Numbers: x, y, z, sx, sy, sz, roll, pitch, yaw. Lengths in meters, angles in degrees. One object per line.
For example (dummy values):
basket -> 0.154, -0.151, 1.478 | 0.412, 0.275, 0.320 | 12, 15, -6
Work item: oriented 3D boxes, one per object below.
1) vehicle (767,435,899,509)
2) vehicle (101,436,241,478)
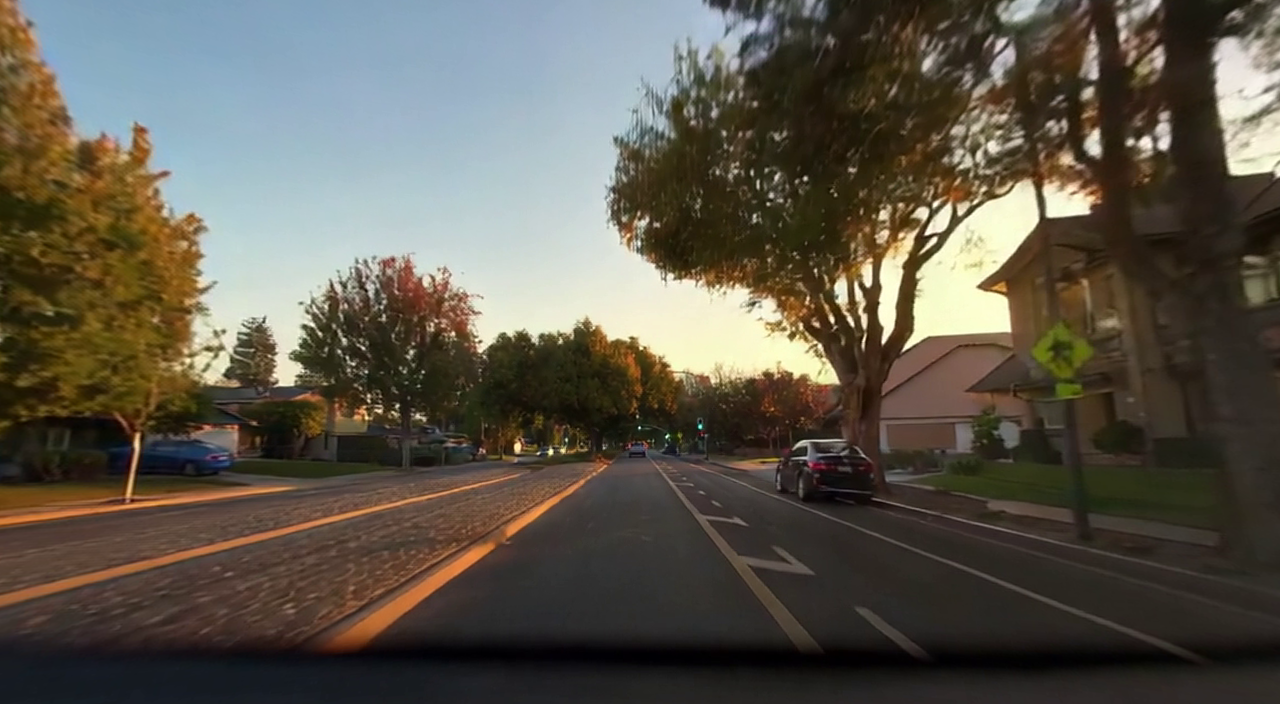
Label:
vehicle -> 4.837, 3.058, 16.650 | 1.967, 1.631, 4.692 | 0, -8, 0
vehicle -> -21.243, 4.766, 28.787 | 4.666, 1.677, 1.978 | 3, -9, -2
